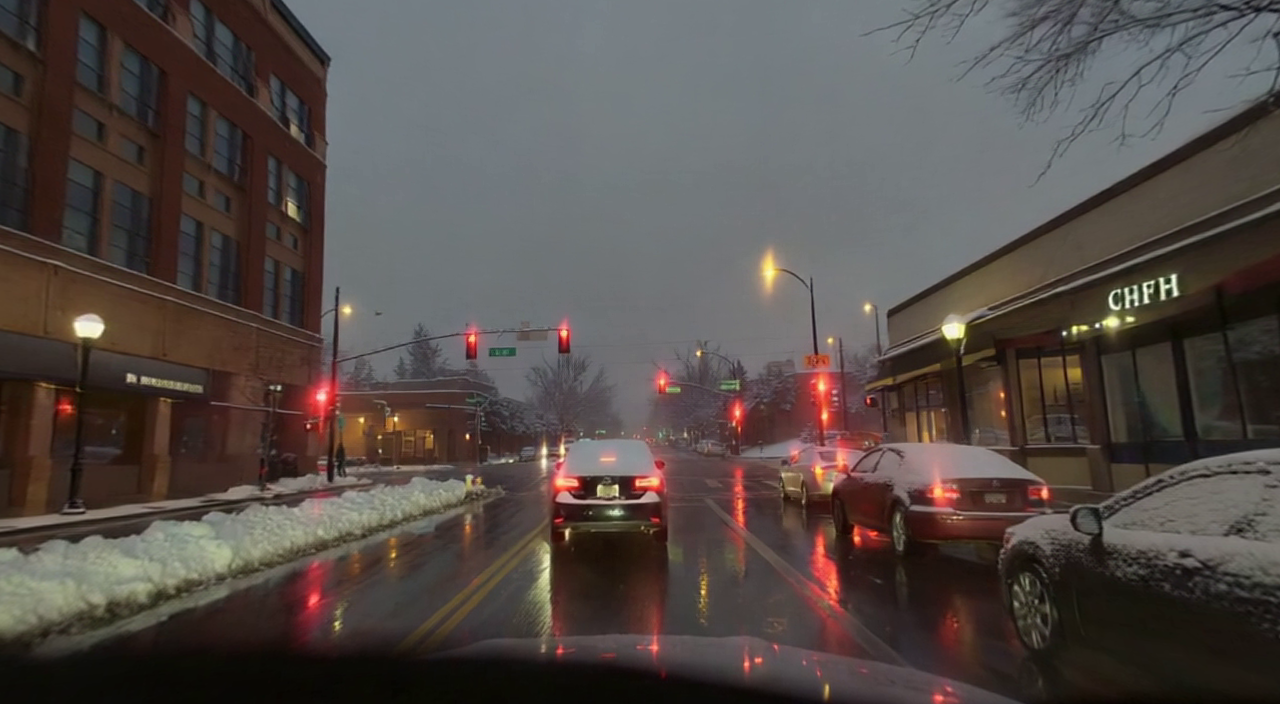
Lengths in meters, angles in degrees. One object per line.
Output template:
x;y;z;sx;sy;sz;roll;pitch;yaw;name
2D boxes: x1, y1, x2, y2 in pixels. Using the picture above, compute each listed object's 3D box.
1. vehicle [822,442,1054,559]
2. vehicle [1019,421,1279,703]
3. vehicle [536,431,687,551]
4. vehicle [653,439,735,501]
4.596;2.302;10.671;1.912;1.505;4.618;-1;-8;4;vehicle
3.179;0.826;1.109;2.006;1.496;4.767;0;-9;-1;vehicle
-0.469;2.025;9.869;1.888;1.489;3.703;0;-8;-4;vehicle
1.516;3.207;17.554;2.006;1.495;3.952;-1;-8;6;vehicle
